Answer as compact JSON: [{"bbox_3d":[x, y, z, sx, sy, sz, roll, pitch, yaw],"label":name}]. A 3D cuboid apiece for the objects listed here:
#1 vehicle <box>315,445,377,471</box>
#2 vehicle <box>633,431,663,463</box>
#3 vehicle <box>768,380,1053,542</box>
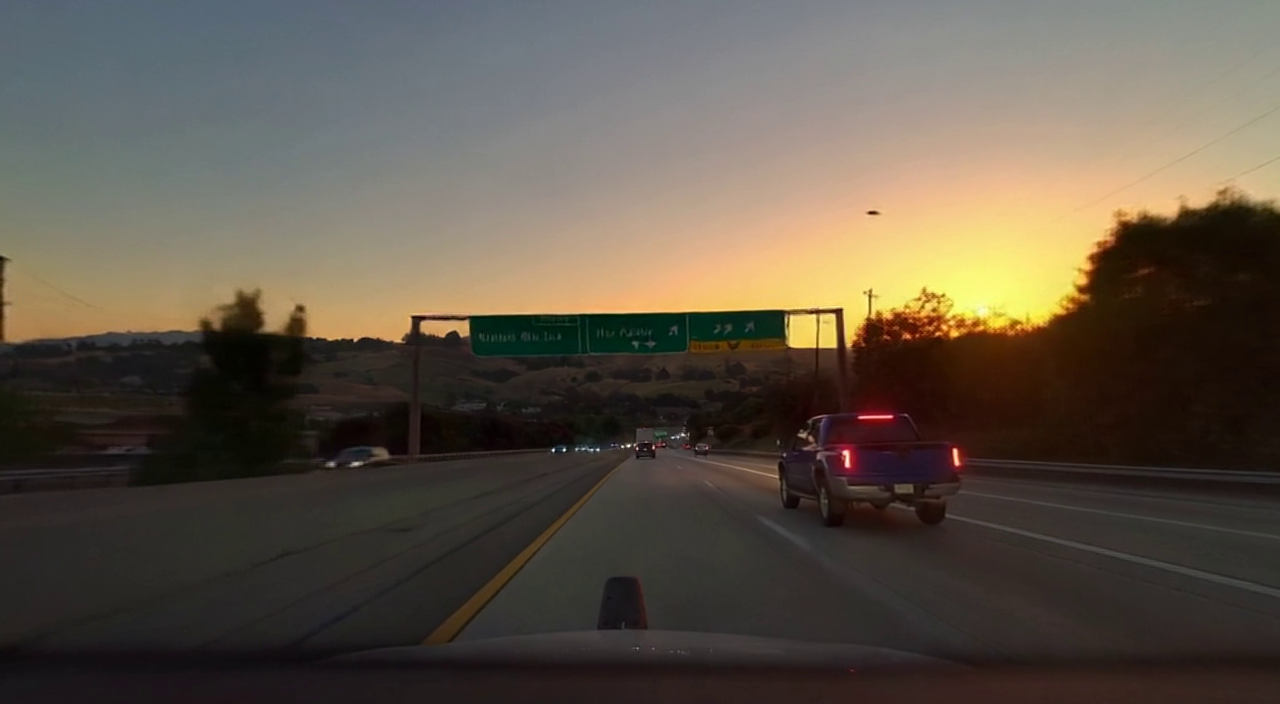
[{"bbox_3d":[-18.842,6.800,40.648,1.973,1.597,4.252,0,-8,0],"label":"vehicle"},{"bbox_3d":[0.552,7.197,47.762,2.099,2.260,4.899,0,-8,-1],"label":"vehicle"},{"bbox_3d":[4.187,1.871,11.336,2.594,2.155,5.670,0,-8,0],"label":"vehicle"}]
